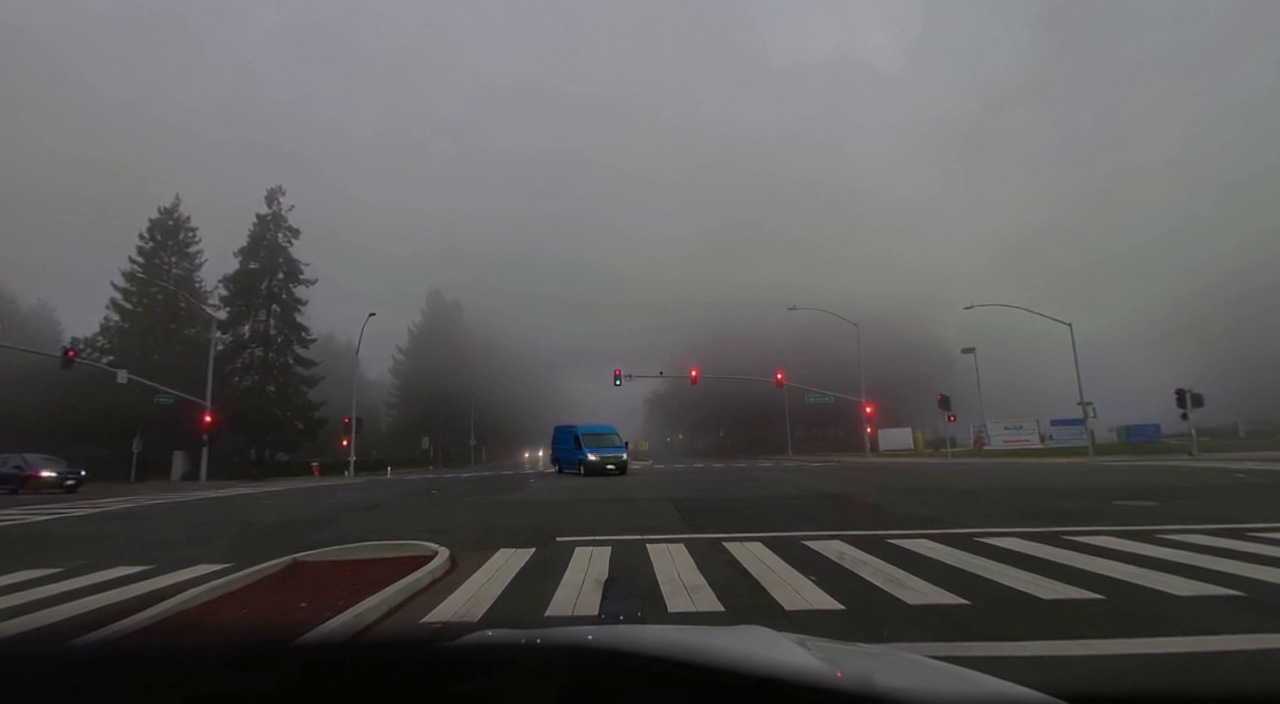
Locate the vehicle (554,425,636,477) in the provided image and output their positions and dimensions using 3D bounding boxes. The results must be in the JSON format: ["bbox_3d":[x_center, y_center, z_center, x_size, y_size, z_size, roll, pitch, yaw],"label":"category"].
[{"bbox_3d":[-2.434,5.046,32.512,2.465,2.404,5.791,3,-9,-23],"label":"vehicle"}]

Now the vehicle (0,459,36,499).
[{"bbox_3d":[-44.537,8.791,43.986,2.529,2.543,5.861,6,-10,-35],"label":"vehicle"}]
